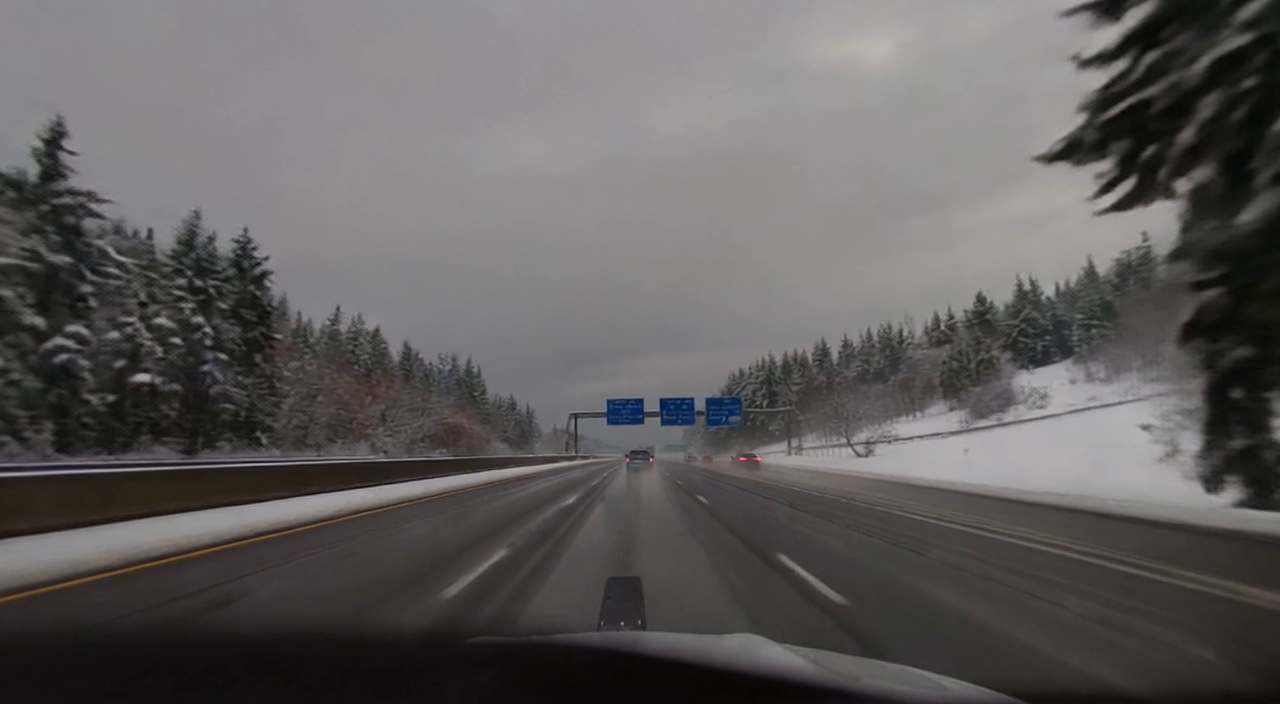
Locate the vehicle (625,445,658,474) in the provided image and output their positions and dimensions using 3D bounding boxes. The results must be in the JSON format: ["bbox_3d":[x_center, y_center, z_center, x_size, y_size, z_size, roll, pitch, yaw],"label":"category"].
[{"bbox_3d":[0.104,7.253,42.705,2.167,1.847,4.097,0,-9,0],"label":"vehicle"}]
